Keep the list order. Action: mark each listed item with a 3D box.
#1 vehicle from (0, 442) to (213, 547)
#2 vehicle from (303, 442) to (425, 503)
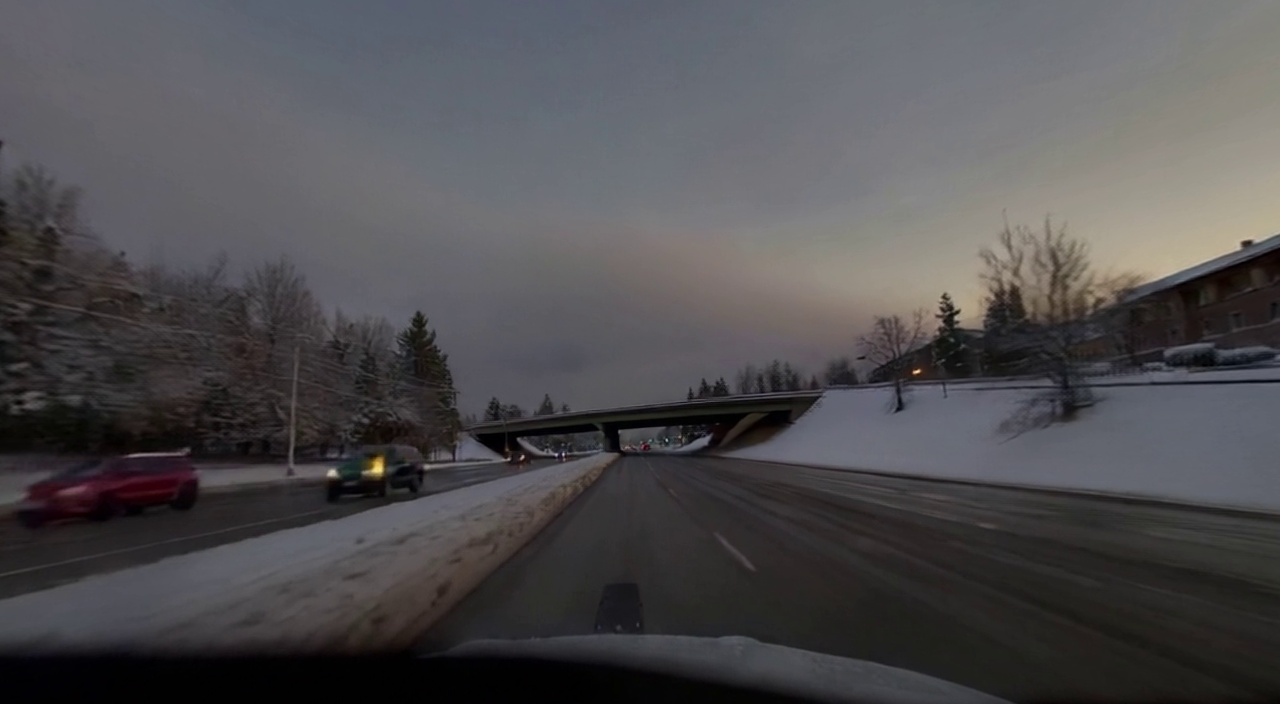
[{"bbox_3d":[-11.708,2.831,13.278,2.123,1.769,4.886,-1,-9,-1],"label":"vehicle"},{"bbox_3d":[-8.581,3.777,20.164,2.017,1.666,4.293,-1,-9,-1],"label":"vehicle"}]
